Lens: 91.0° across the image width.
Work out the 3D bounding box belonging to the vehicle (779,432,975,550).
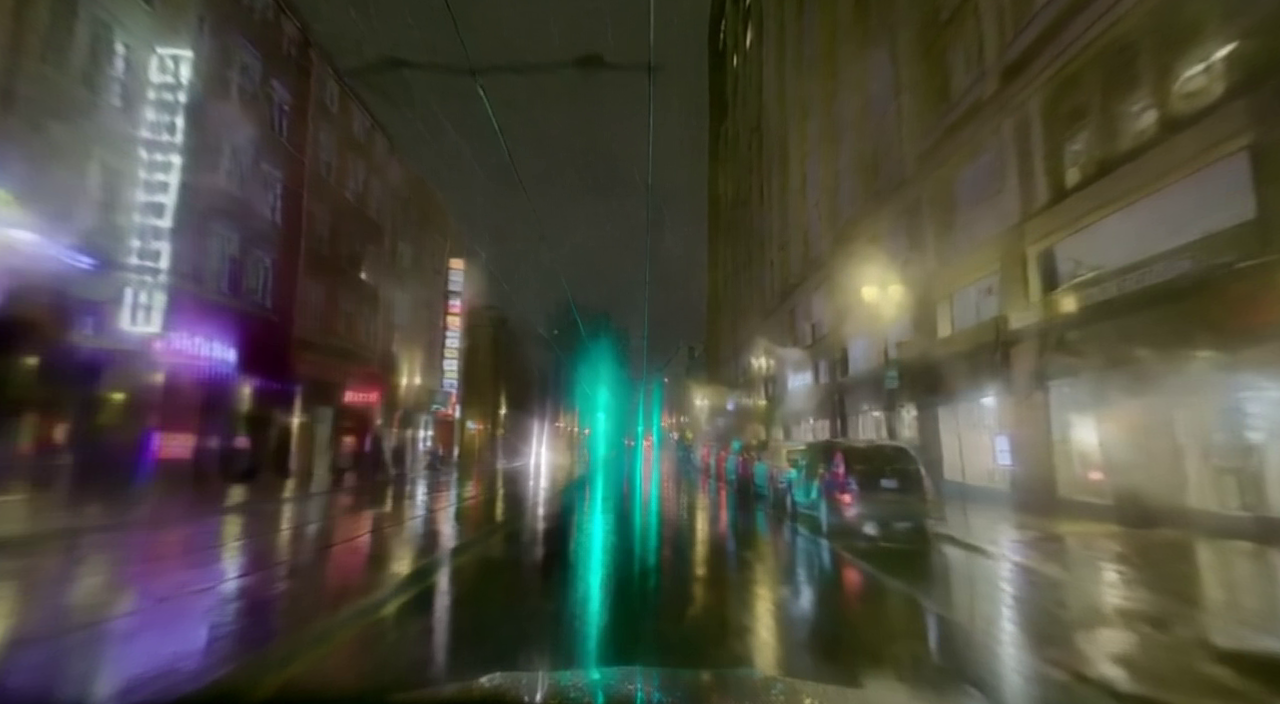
[{"bbox_3d":[3.574,2.122,10.302,1.819,1.546,3.681,0,-8,1],"label":"vehicle"}]
